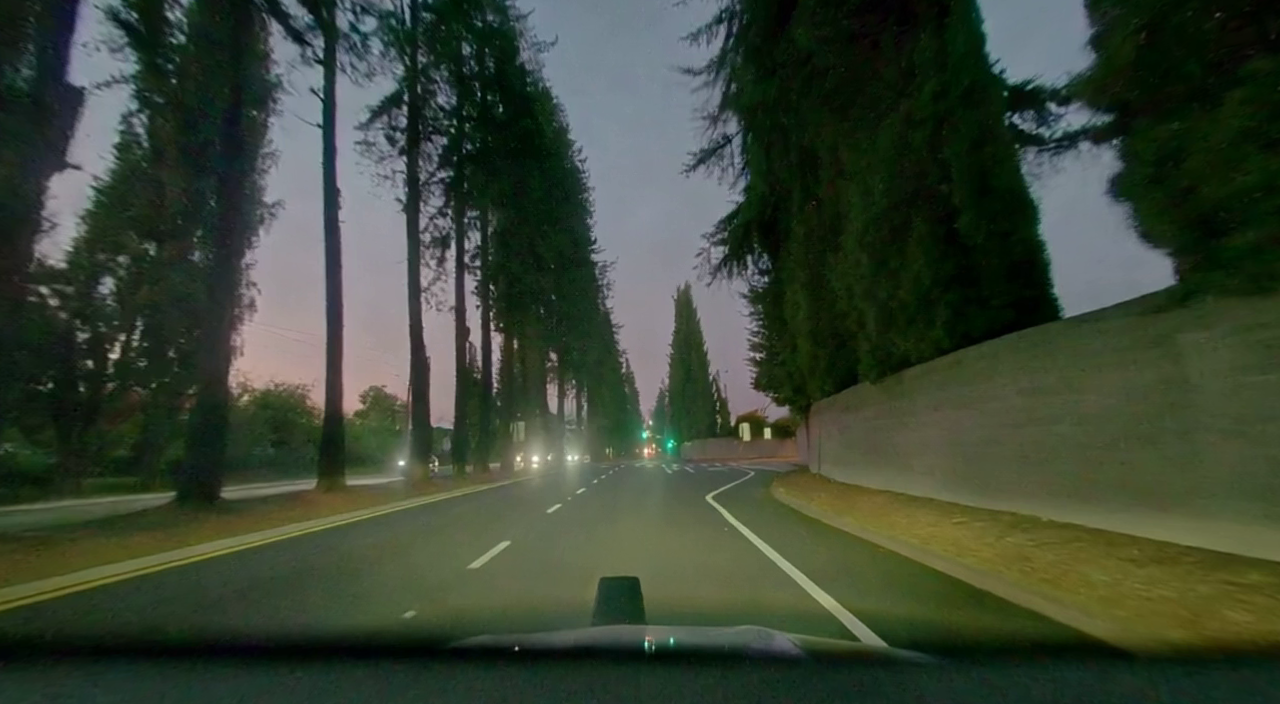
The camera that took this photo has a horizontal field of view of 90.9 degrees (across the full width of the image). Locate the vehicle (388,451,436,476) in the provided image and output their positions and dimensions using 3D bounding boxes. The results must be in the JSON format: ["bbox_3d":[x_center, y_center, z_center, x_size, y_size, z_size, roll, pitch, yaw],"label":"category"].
[{"bbox_3d":[-17.799,8.689,49.472,1.975,1.815,4.629,0,-8,1],"label":"vehicle"}]
